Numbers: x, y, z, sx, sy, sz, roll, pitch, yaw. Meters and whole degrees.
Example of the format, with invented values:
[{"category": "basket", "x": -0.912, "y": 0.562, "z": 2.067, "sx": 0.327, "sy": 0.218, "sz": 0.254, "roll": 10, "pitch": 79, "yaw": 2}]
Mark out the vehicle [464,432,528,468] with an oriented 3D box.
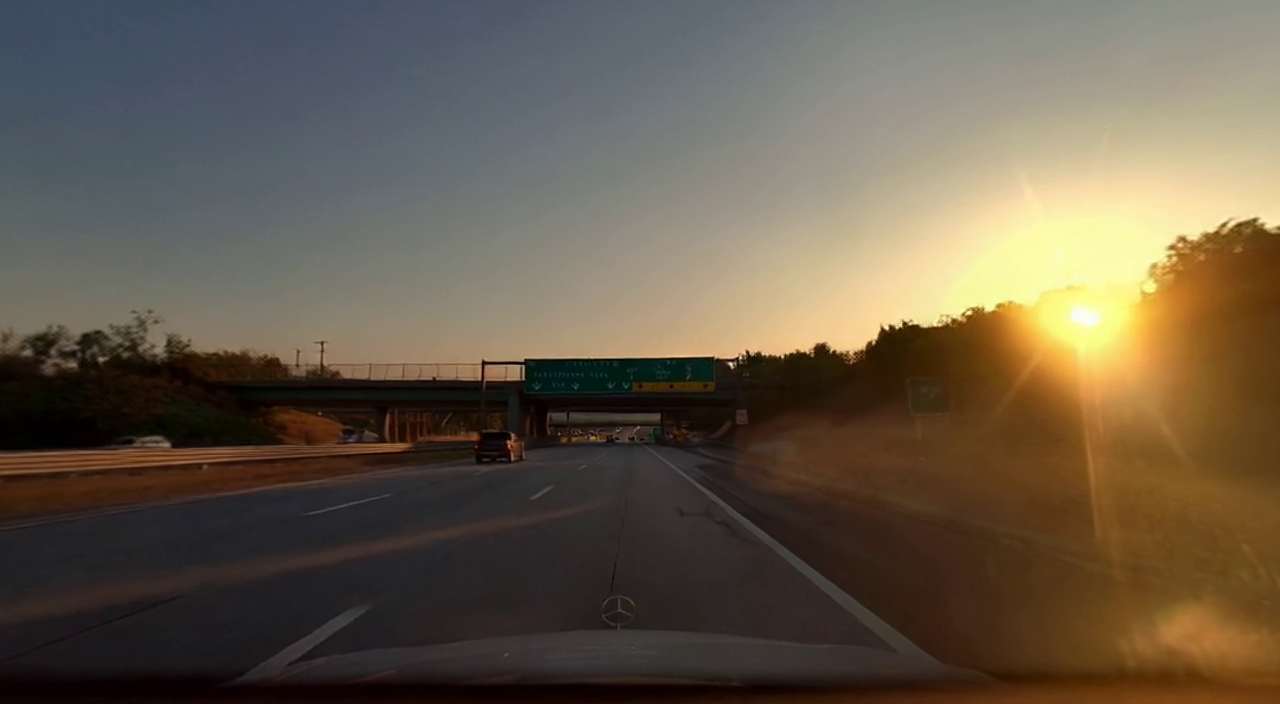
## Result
[{"category": "vehicle", "x": -7.004, "y": 4.806, "z": 31.099, "sx": 2.111, "sy": 1.662, "sz": 4.630, "roll": 0, "pitch": -8, "yaw": 0}]
